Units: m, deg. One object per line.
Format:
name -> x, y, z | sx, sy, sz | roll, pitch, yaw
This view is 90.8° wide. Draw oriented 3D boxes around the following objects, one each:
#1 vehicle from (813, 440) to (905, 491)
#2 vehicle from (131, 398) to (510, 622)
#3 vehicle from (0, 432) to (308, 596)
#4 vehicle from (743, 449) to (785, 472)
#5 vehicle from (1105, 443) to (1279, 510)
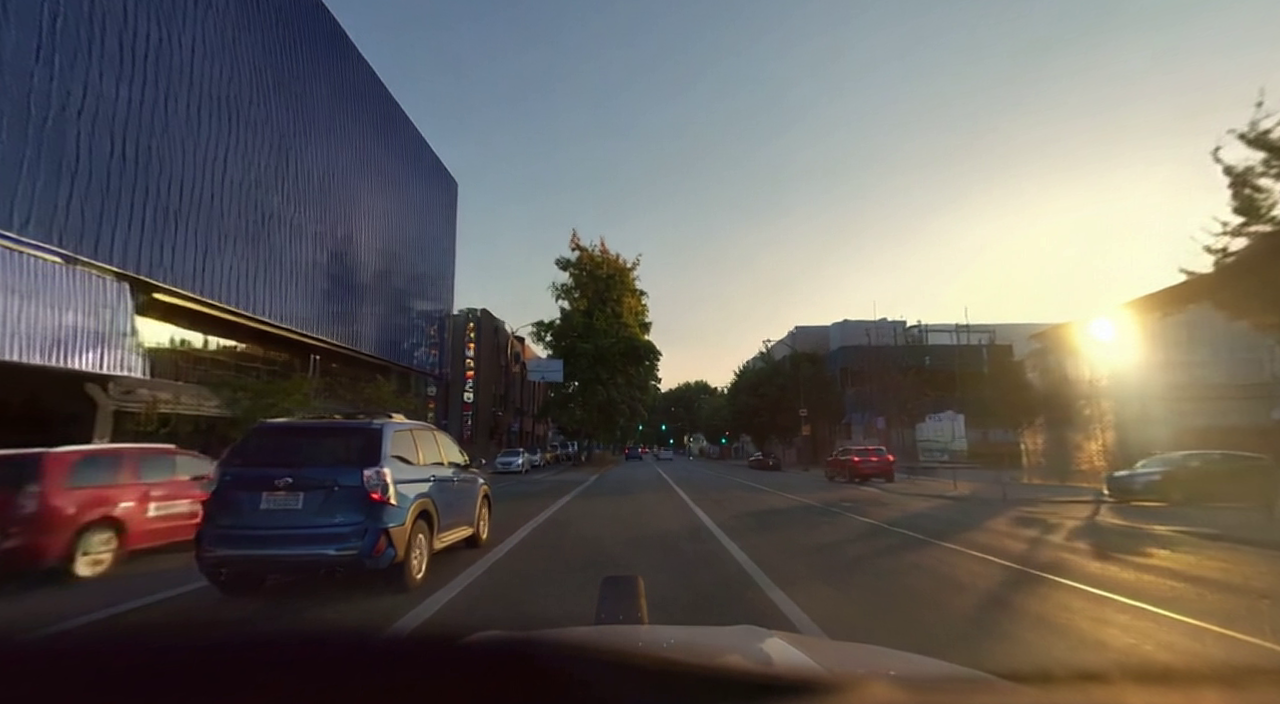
vehicle -> 9.300, 4.828, 27.432 | 2.129, 1.929, 5.537 | 0, -8, 1
vehicle -> -2.992, 1.571, 7.262 | 2.002, 1.756, 4.366 | 0, -8, 1
vehicle -> -6.868, 1.975, 8.720 | 2.095, 1.641, 4.484 | 0, -8, 0
vehicle -> 8.818, 7.743, 45.297 | 1.954, 1.478, 4.625 | 0, -8, -2
vehicle -> 17.148, 3.681, 18.942 | 4.693, 1.827, 2.098 | 1, -9, 0
